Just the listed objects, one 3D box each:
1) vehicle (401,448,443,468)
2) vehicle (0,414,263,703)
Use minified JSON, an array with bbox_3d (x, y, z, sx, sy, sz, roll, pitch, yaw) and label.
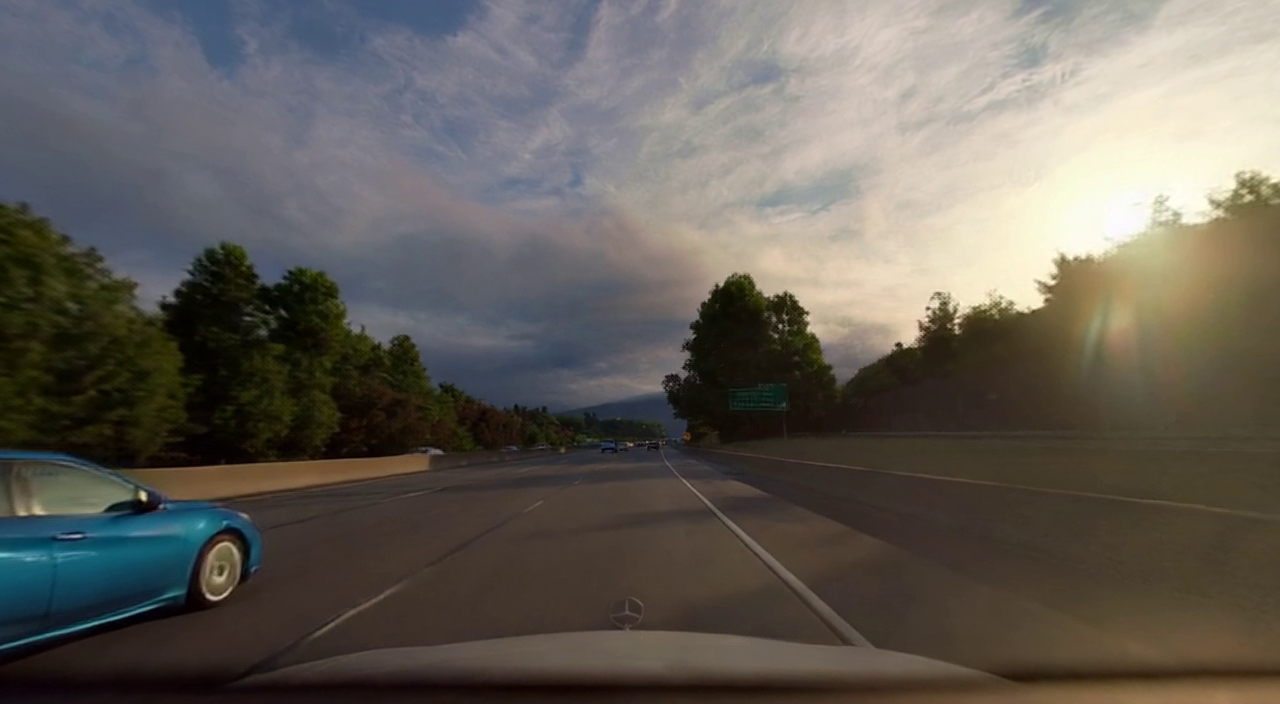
[{"bbox_3d":[-15.672,7.654,45.420,1.754,1.352,3.547,0,-8,0],"label":"vehicle"},{"bbox_3d":[-4.190,1.016,2.947,1.996,1.454,4.495,0,-8,1],"label":"vehicle"}]
